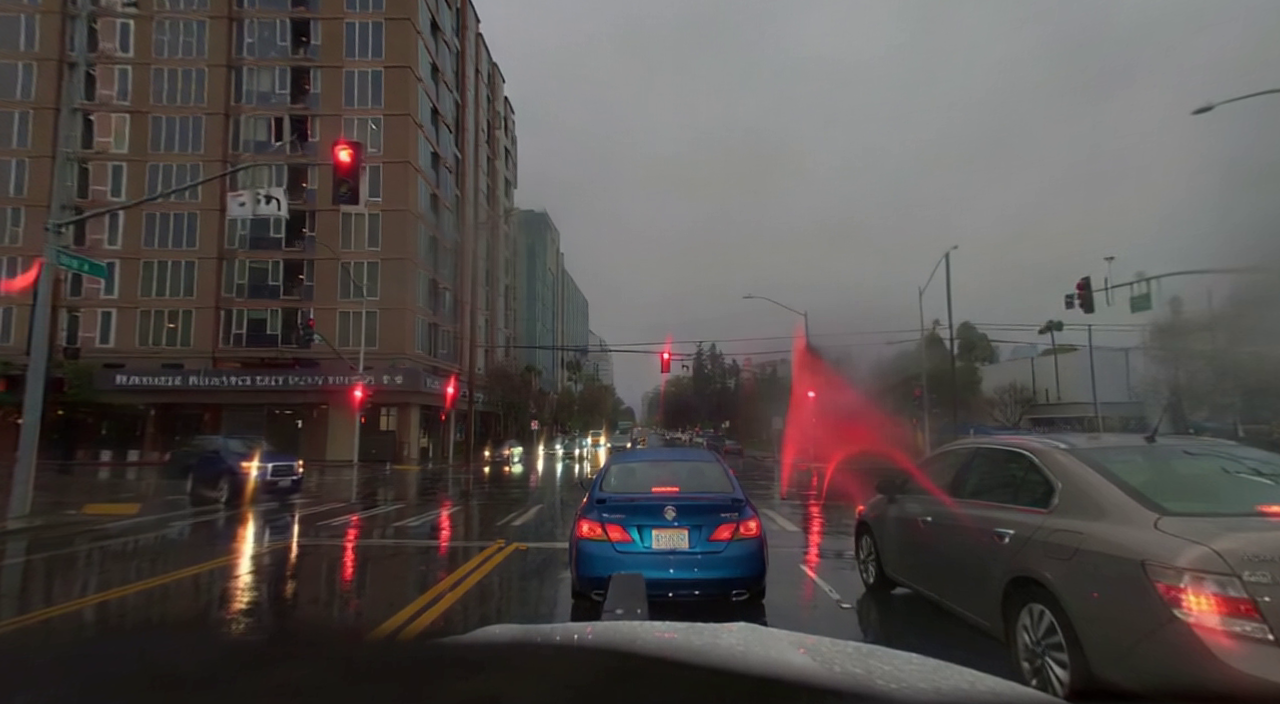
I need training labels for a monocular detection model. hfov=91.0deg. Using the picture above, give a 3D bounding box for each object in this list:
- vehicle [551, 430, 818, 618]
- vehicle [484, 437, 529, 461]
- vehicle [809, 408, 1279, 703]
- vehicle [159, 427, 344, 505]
[{"bbox_3d":[0.252,1.670,7.129,2.132,1.464,4.089,0,-8,-3],"label":"vehicle"},{"bbox_3d":[-9.284,6.770,44.062,2.030,1.596,3.912,-1,-8,4],"label":"vehicle"},{"bbox_3d":[2.816,1.282,4.554,1.961,1.498,4.356,0,-8,0],"label":"vehicle"},{"bbox_3d":[-11.263,3.167,18.067,5.998,1.889,2.338,-6,-10,37],"label":"vehicle"}]
